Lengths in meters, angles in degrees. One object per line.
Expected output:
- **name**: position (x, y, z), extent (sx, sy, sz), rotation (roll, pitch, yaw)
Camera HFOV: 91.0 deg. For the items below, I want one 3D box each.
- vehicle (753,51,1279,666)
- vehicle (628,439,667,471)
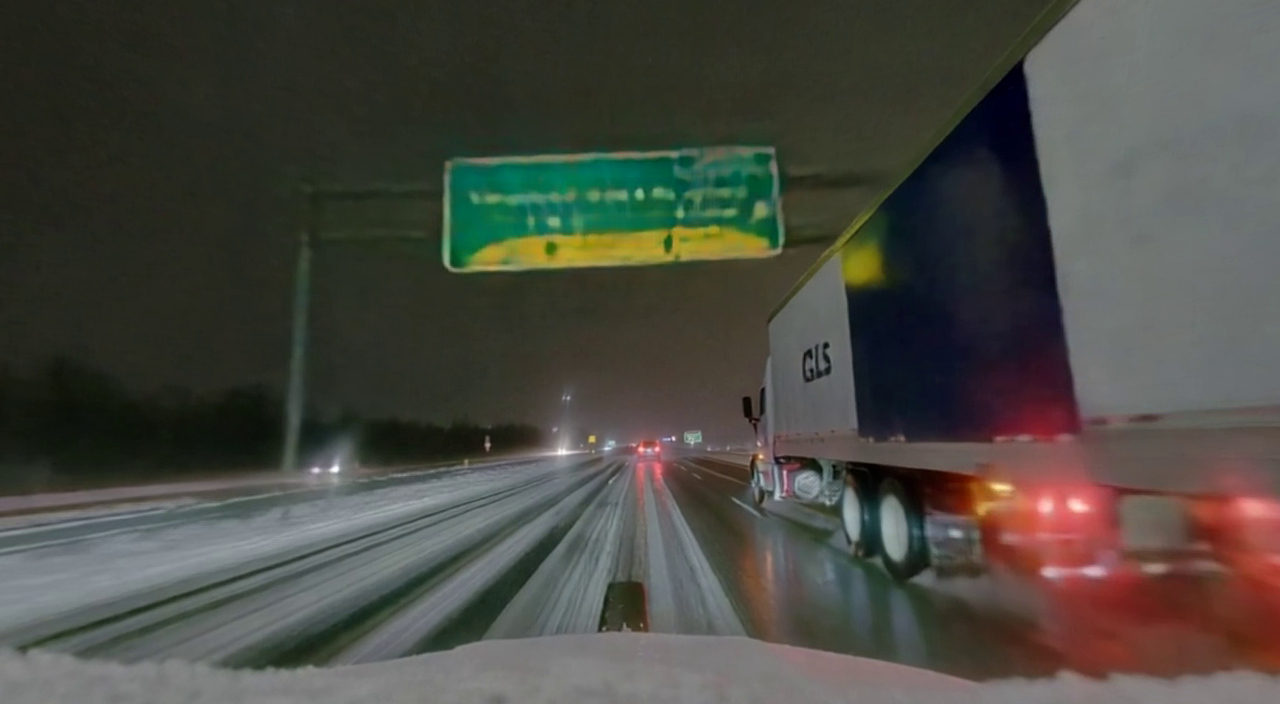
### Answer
- **vehicle**: position (4.122, 0.648, 9.059), extent (3.027, 3.903, 10.307), rotation (0, -8, 0)
- **vehicle**: position (0.399, 5.614, 34.532), extent (2.050, 1.654, 4.192), rotation (0, -8, 0)
